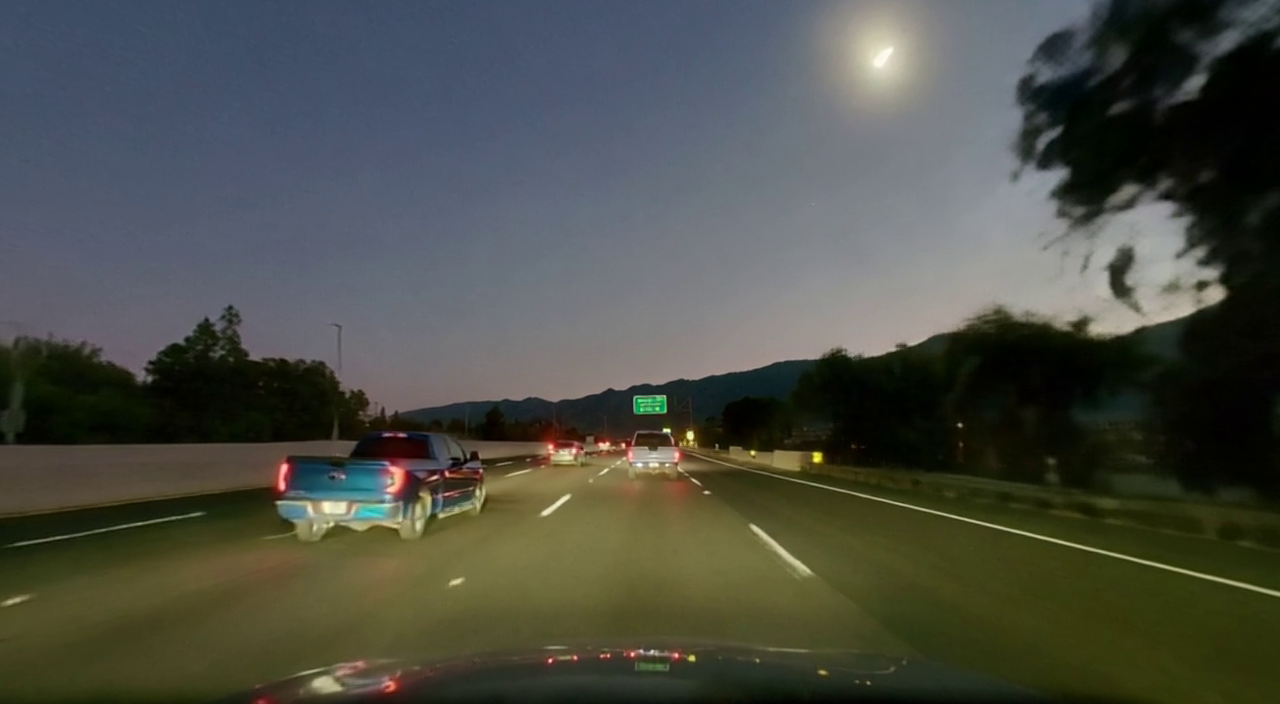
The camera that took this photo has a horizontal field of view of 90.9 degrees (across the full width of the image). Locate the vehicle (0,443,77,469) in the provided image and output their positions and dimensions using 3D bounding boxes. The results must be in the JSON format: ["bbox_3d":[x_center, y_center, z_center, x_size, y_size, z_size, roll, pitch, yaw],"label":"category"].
[{"bbox_3d":[-36.643,6.164,37.431,1.881,1.460,5.049,-2,-8,0],"label":"vehicle"}]

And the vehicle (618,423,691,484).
[{"bbox_3d":[0.477,3.489,21.894,2.229,1.837,5.387,0,-8,1],"label":"vehicle"}]

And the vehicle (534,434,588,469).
[{"bbox_3d":[-3.904,4.984,31.763,2.106,1.651,4.040,0,-8,1],"label":"vehicle"}]

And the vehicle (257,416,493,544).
[{"bbox_3d":[-3.844,1.928,10.087,1.959,1.604,4.065,0,-8,0],"label":"vehicle"}]
